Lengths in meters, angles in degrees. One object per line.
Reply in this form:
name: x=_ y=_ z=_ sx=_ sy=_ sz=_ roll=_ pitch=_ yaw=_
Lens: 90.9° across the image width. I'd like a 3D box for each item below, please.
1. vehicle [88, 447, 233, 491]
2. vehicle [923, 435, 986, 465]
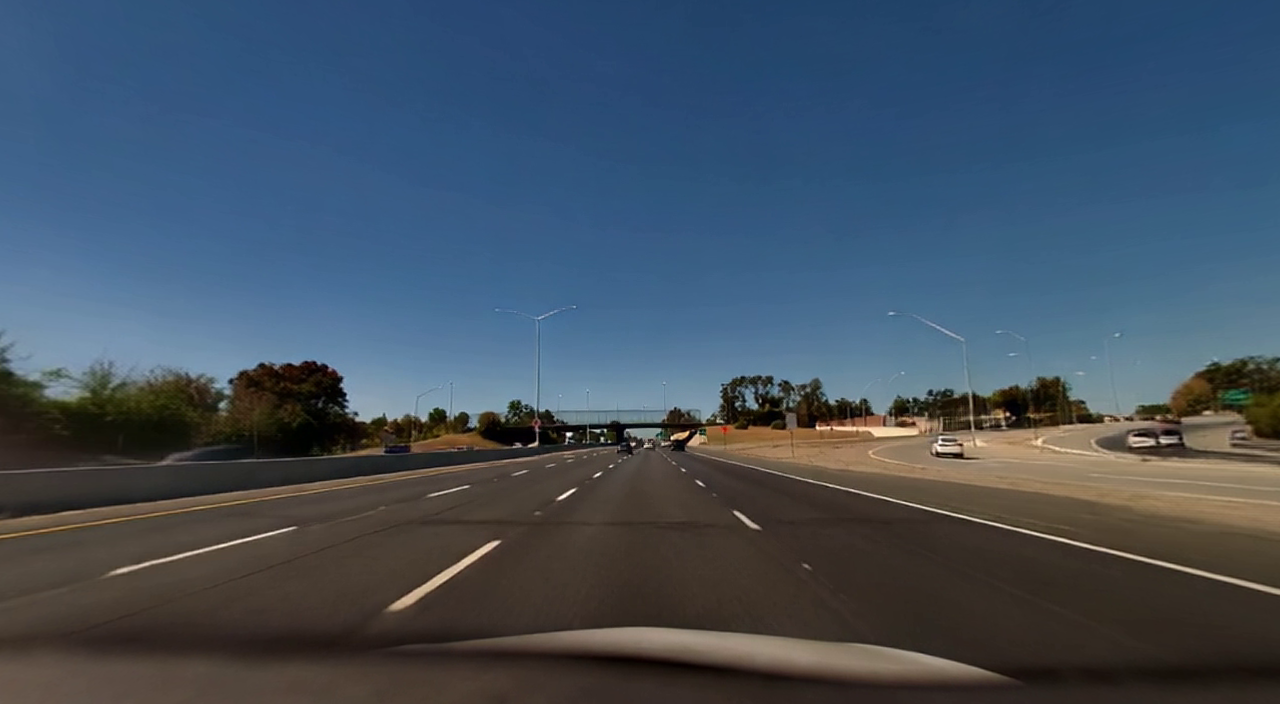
vehicle: x=-17.830 y=4.322 z=23.758 sx=1.877 sy=1.455 sz=4.489 roll=0 pitch=-8 yaw=1
vehicle: x=18.861 y=5.906 z=38.017 sx=2.039 sy=1.658 sz=4.457 roll=-2 pitch=-8 yaw=9
